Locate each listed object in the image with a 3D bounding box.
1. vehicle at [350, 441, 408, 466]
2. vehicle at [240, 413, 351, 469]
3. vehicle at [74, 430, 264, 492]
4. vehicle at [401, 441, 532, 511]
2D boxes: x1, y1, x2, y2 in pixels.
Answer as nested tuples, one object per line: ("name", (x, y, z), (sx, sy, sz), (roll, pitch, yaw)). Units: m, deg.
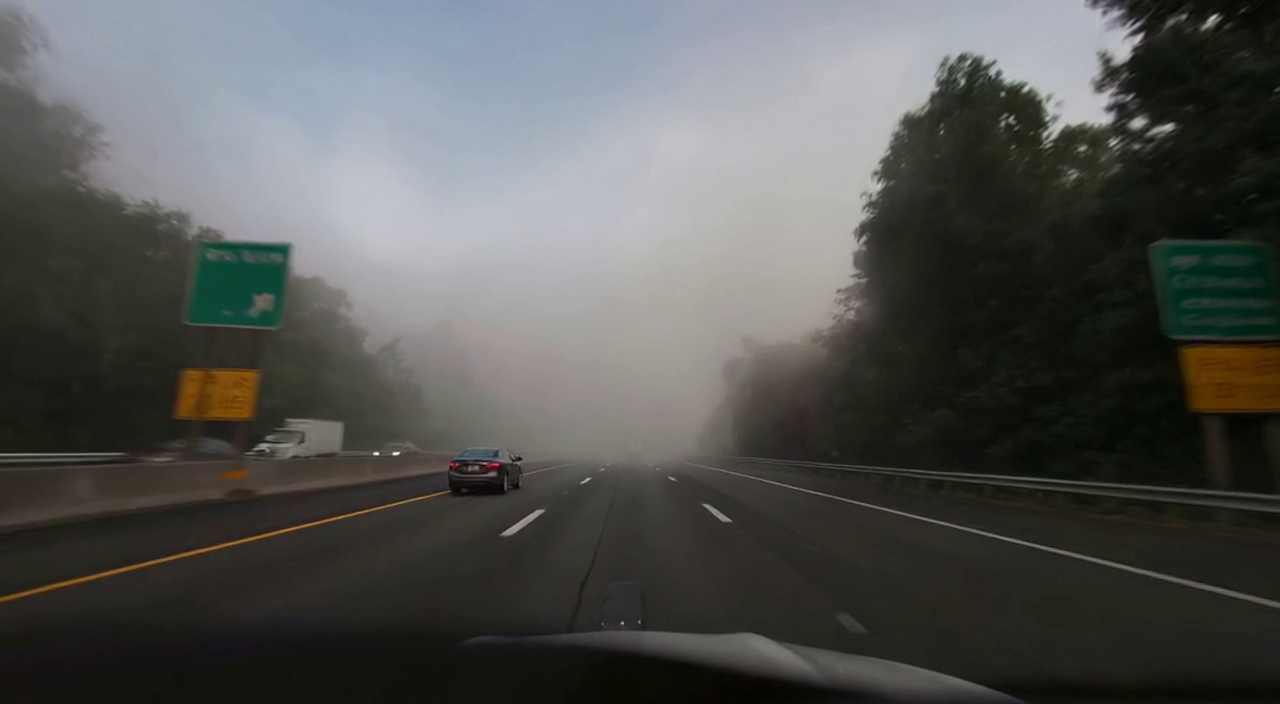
("vehicle", (-17.453, 6.801, 42.400), (2.155, 1.583, 4.233), (0, -9, -1))
("vehicle", (-21.720, 5.740, 40.340), (2.792, 3.271, 7.553), (0, -9, -1))
("vehicle", (-13.305, 3.122, 18.279), (1.977, 1.562, 4.525), (0, -9, 0))
("vehicle", (-4.198, 3.074, 16.140), (2.022, 1.513, 4.613), (0, -9, 0))
